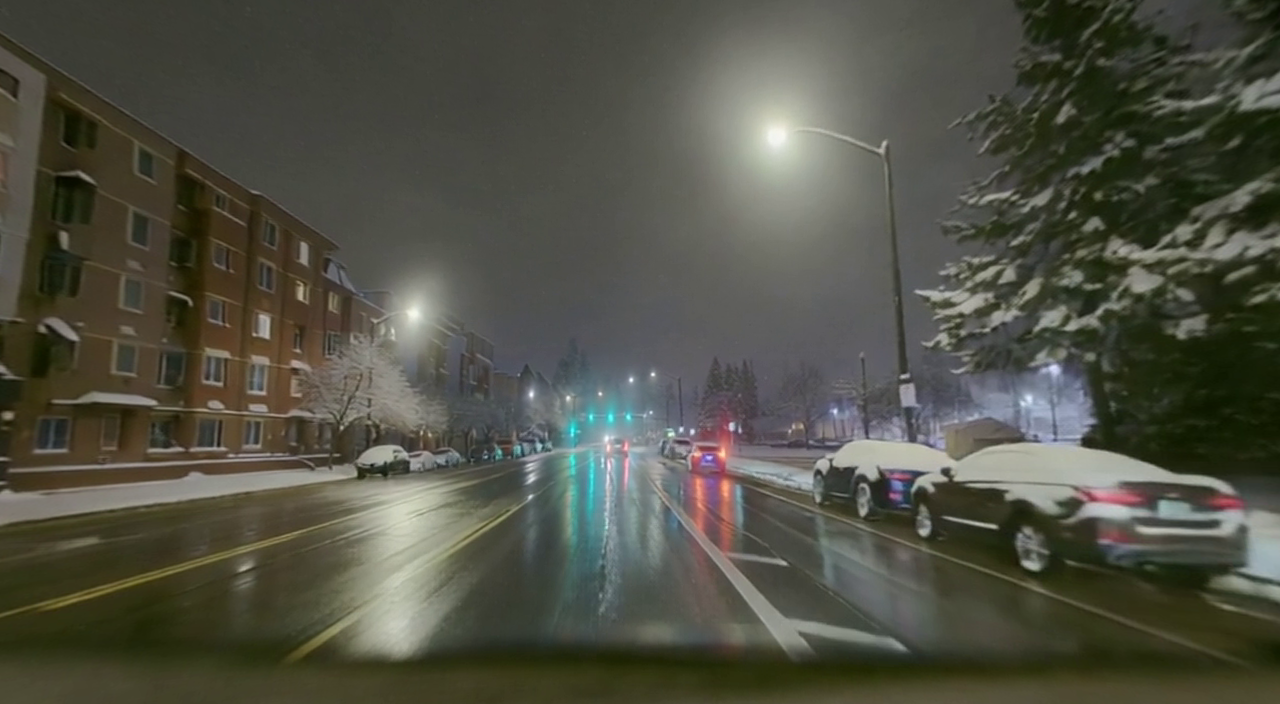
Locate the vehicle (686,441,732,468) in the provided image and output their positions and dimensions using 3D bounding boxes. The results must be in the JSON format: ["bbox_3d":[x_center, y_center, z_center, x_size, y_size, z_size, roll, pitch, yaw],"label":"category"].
[{"bbox_3d":[3.975,5.971,37.027,2.085,1.466,4.276,0,-8,-2],"label":"vehicle"}]

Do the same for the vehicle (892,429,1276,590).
[{"bbox_3d":[5.005,1.778,8.041,1.797,1.486,4.154,0,-8,-1],"label":"vehicle"}]

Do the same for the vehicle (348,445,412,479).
[{"bbox_3d":[-13.990,5.909,34.306,1.908,1.694,4.306,1,-8,-5],"label":"vehicle"}]
